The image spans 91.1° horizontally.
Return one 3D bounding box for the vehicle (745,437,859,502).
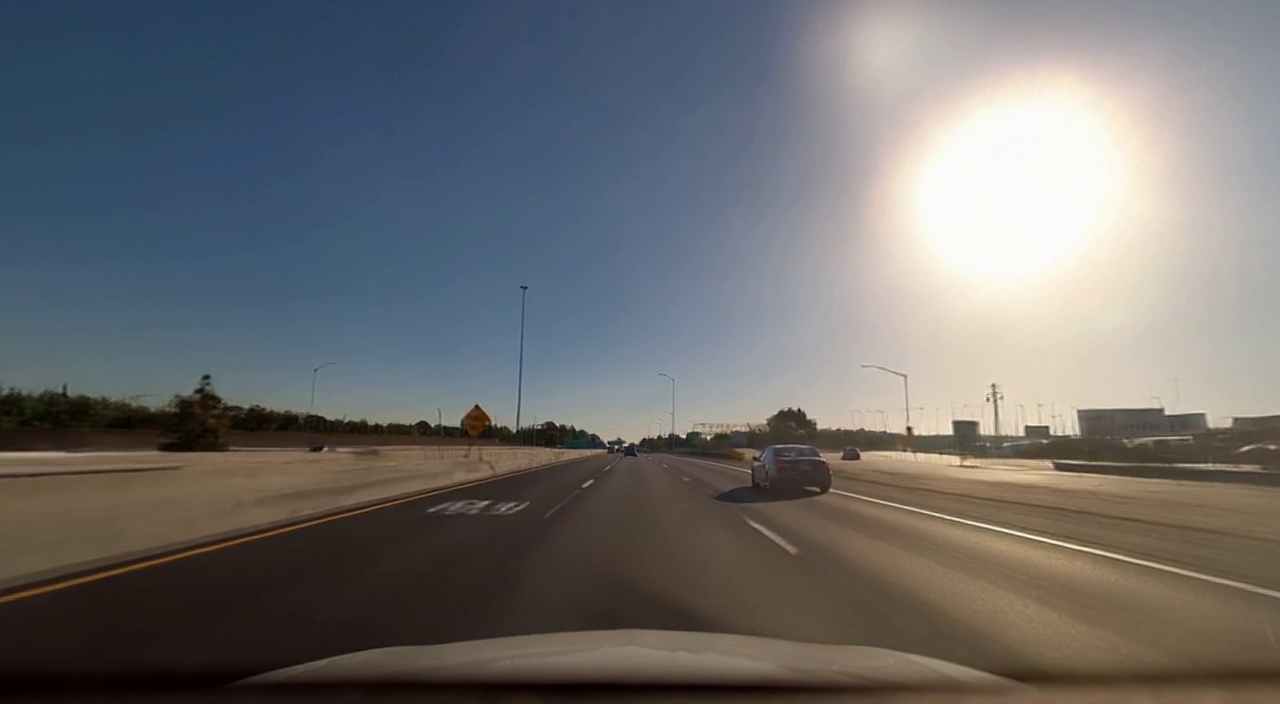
[{"bbox_3d":[4.273,3.178,17.328,1.984,1.540,3.973,0,-9,-1],"label":"vehicle"}]
